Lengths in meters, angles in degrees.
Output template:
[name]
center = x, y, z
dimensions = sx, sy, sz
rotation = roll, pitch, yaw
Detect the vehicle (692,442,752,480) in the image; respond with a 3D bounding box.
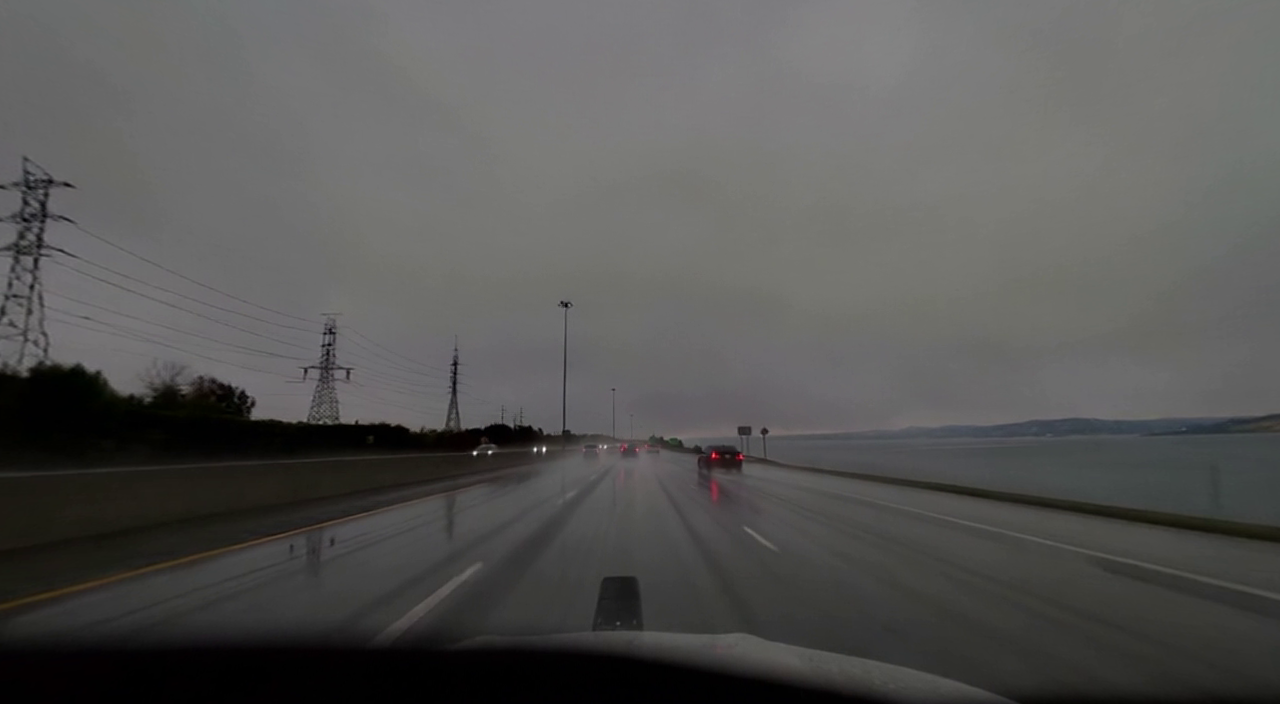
[vehicle]
center = 3.454, 4.703, 27.452
dimensions = 1.890, 1.490, 4.373
rotation = 0, -9, -1
